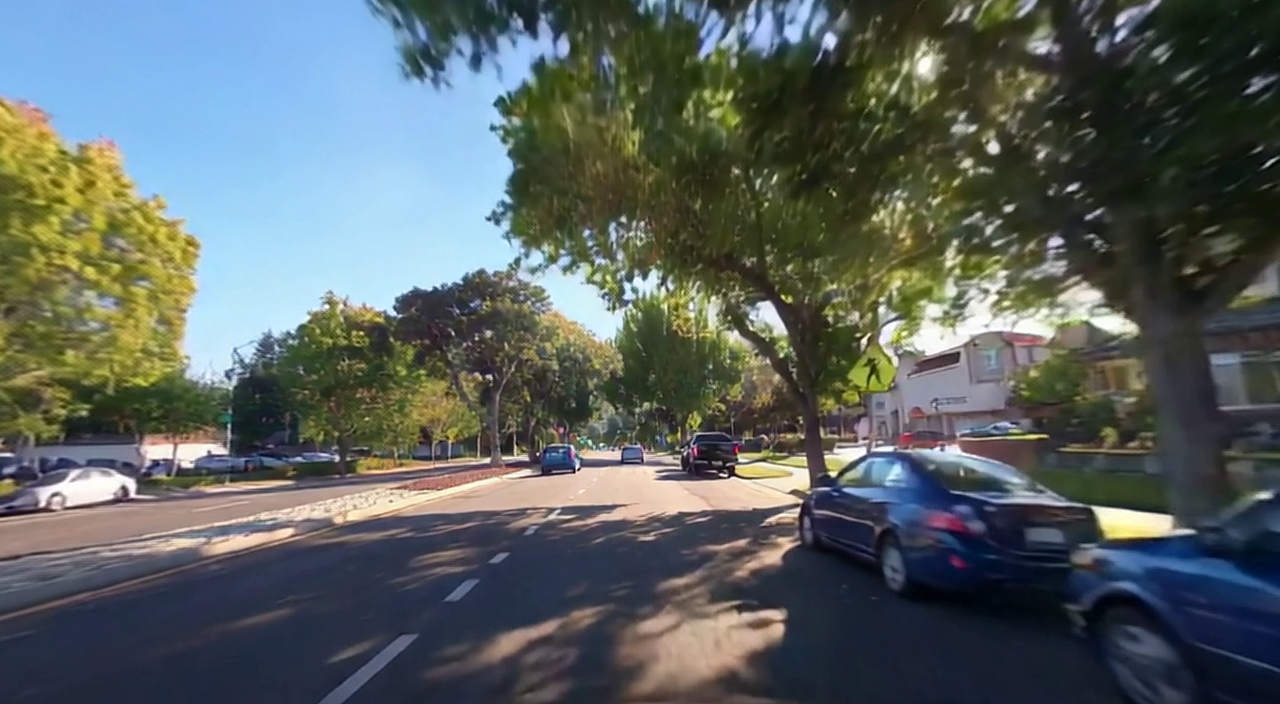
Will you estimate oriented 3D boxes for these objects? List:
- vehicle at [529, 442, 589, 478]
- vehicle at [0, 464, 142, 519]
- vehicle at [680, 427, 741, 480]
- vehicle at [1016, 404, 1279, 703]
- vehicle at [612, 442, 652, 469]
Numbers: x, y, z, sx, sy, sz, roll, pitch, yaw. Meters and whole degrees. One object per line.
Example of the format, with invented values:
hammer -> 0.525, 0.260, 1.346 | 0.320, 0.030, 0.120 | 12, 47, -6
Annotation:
vehicle -> -3.546, 4.835, 28.416 | 2.083, 1.460, 4.527 | 1, -9, 0
vehicle -> -19.317, 4.592, 21.103 | 1.812, 1.499, 4.276 | 1, -9, -2
vehicle -> 2.964, 4.430, 27.667 | 2.072, 2.017, 5.590 | 1, -9, 0
vehicle -> 3.348, 0.896, 1.734 | 1.819, 1.554, 4.638 | 1, -9, 1
vehicle -> -0.466, 6.080, 37.146 | 2.187, 1.478, 4.138 | 1, -9, -1
